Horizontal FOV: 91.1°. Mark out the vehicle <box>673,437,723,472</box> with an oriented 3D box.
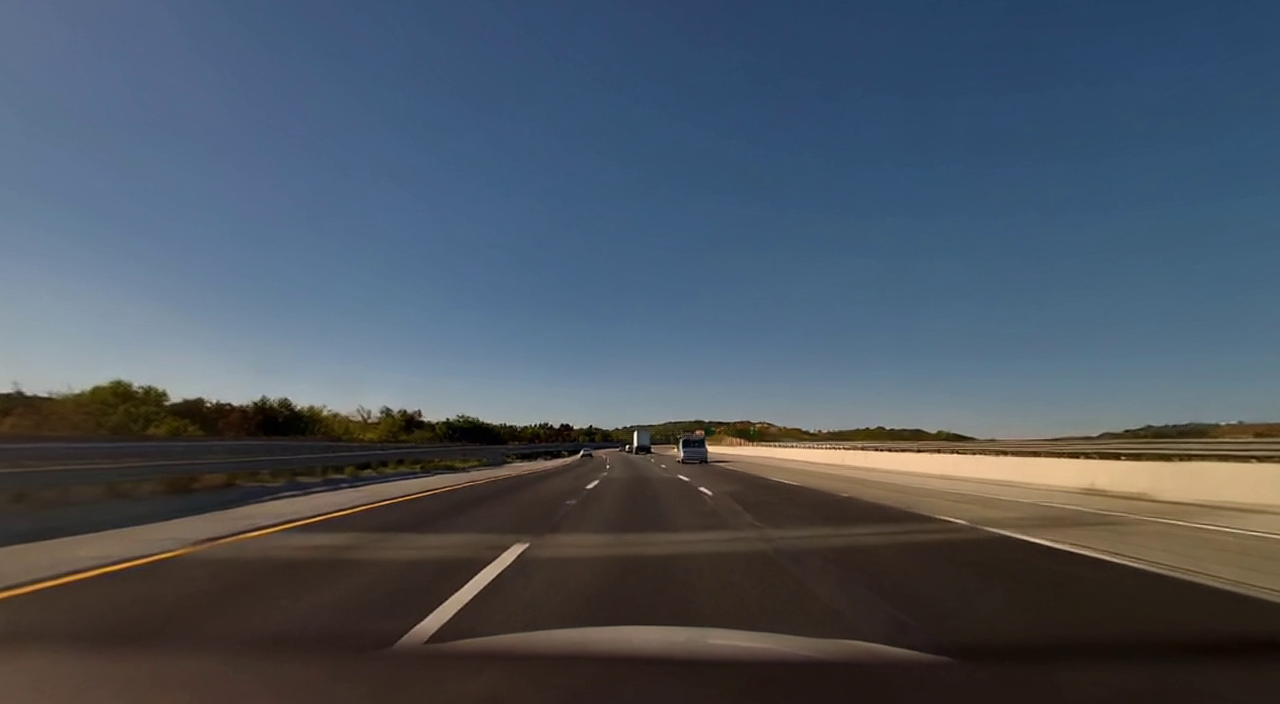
[{"bbox_3d":[3.289,5.924,36.545,2.233,1.861,4.494,1,-8,-3],"label":"vehicle"}]
